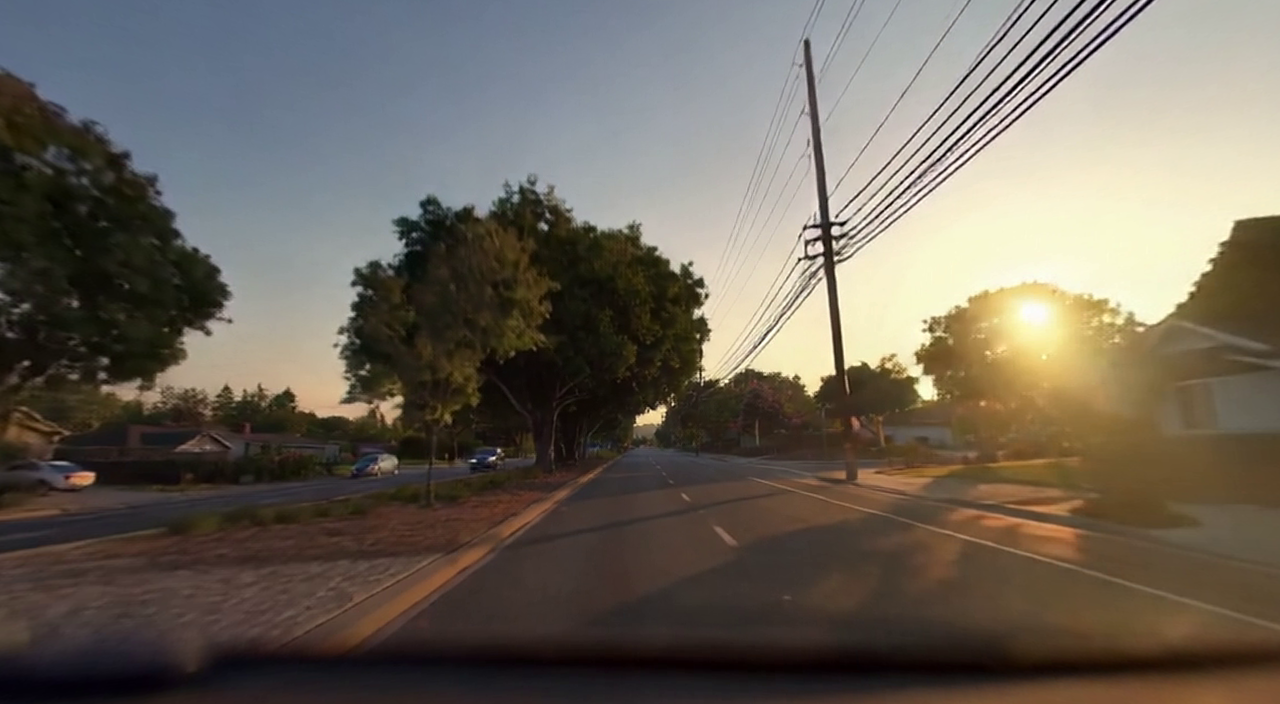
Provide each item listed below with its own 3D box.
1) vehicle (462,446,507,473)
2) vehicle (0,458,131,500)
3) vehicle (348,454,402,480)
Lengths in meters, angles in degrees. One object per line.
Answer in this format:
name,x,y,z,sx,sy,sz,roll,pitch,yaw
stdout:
vehicle,-10.394,7.163,42.487,1.933,1.709,4.063,0,-8,0
vehicle,-27.576,5.989,29.974,4.922,1.669,2.034,-2,-9,-3
vehicle,-19.098,8.273,45.699,1.955,1.584,4.664,-2,-8,0
